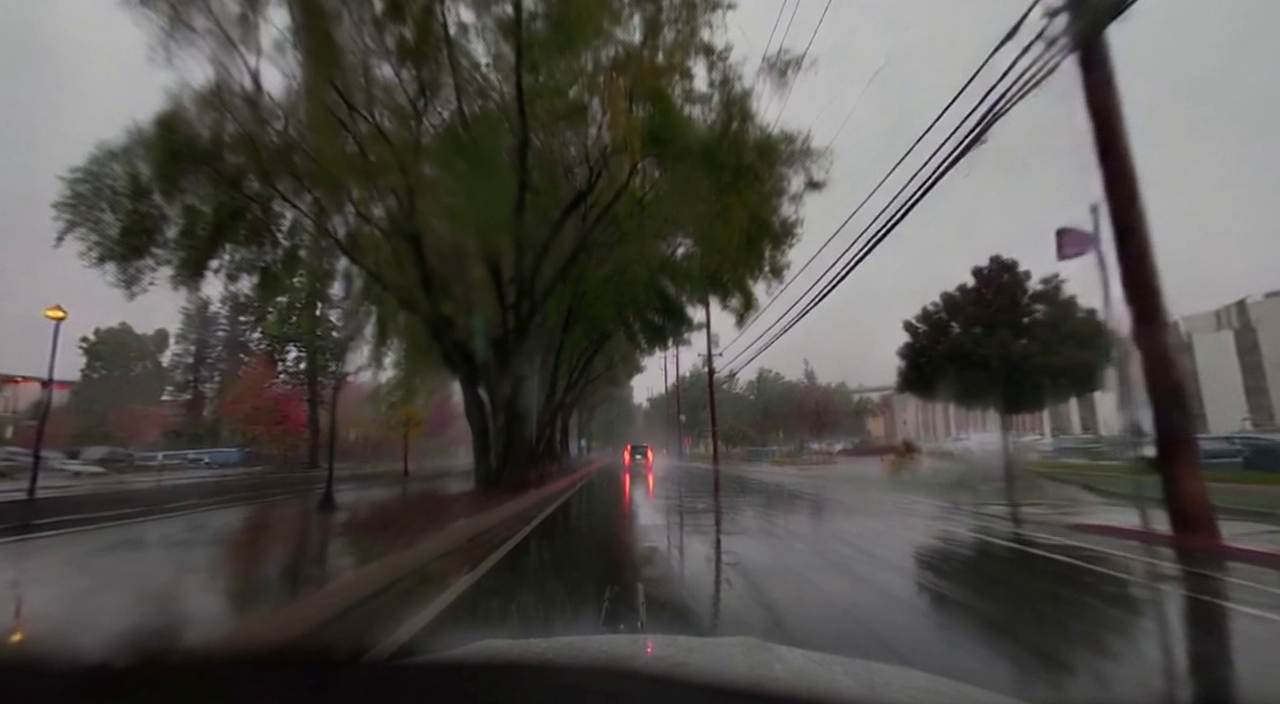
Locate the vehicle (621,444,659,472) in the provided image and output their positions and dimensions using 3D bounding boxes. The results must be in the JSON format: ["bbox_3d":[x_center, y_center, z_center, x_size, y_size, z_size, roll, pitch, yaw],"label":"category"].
[{"bbox_3d":[-0.037,6.119,36.718,2.109,1.501,4.042,1,-9,-1],"label":"vehicle"}]
